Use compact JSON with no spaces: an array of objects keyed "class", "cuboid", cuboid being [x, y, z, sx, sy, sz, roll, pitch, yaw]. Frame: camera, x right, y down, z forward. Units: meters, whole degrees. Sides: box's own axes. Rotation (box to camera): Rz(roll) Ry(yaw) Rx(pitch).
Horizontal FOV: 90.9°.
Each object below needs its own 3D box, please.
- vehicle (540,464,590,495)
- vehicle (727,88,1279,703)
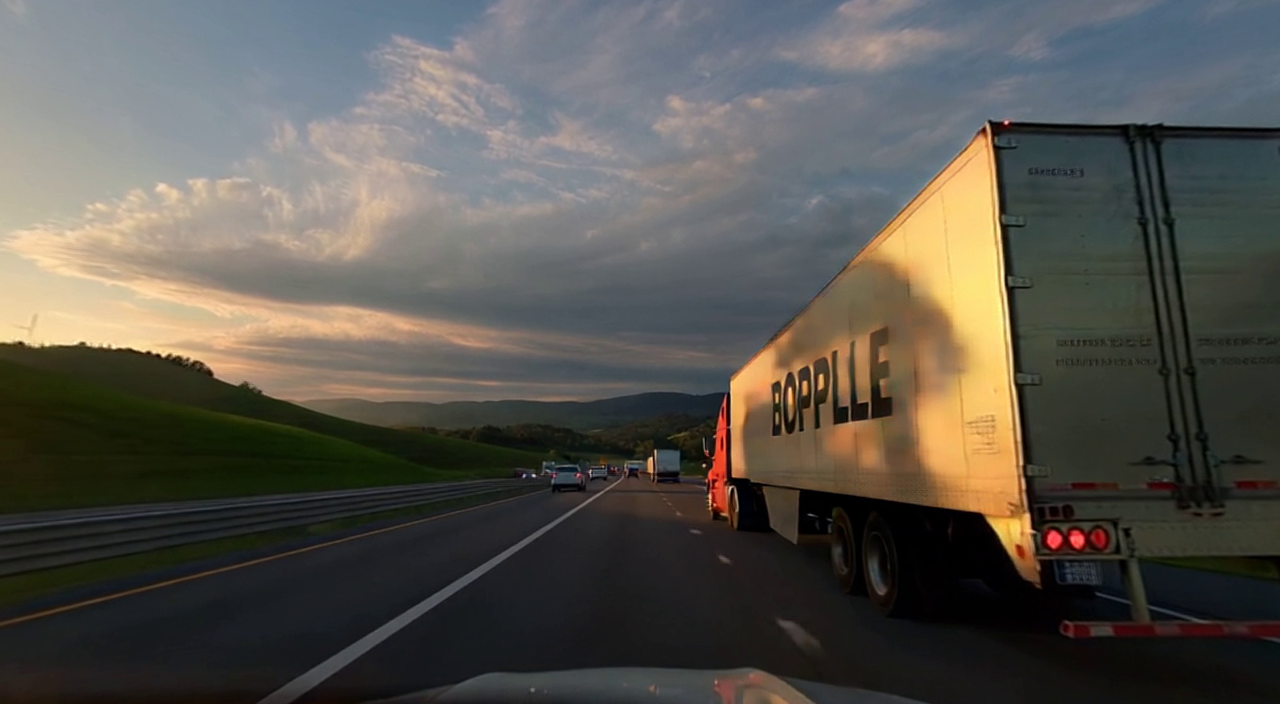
[{"class":"vehicle","cuboid":[-4.079,7.031,34.984,2.088,1.566,4.853,1,-11,1]},{"class":"vehicle","cuboid":[3.941,1.417,11.019,2.839,4.062,14.051,1,-11,0]}]
